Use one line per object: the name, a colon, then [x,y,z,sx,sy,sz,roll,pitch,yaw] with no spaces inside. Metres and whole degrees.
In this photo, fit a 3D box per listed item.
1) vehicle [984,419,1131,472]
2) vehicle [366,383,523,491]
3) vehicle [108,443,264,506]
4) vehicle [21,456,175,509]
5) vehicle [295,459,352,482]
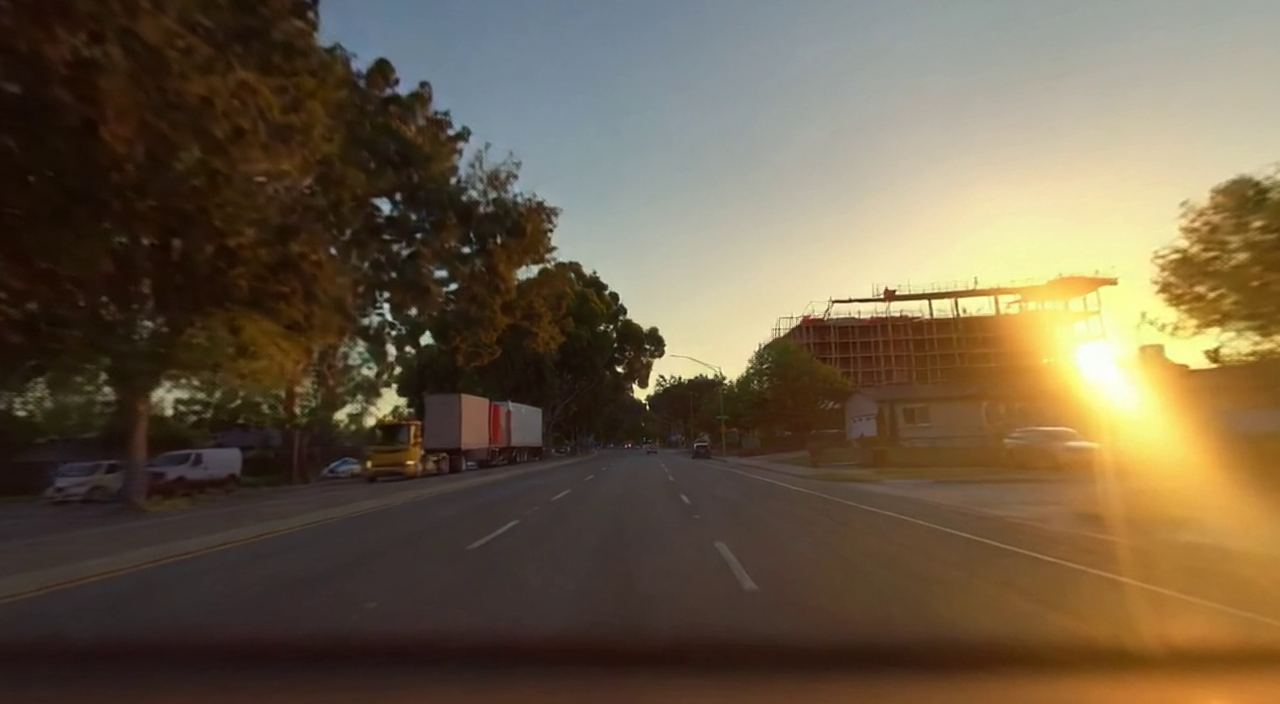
vehicle: [16.453,3.741,25.240,2.021,1.835,5.654,1,-8,0]
vehicle: [-7.356,3.511,25.613,3.032,3.524,9.640,0,-8,2]
vehicle: [-18.205,4.853,25.658,2.154,1.987,5.836,-5,-7,0]
vehicle: [-21.542,5.175,25.299,2.168,1.800,4.603,0,-8,-2]
vehicle: [-21.691,8.101,43.195,1.750,1.390,4.098,0,-8,-1]
